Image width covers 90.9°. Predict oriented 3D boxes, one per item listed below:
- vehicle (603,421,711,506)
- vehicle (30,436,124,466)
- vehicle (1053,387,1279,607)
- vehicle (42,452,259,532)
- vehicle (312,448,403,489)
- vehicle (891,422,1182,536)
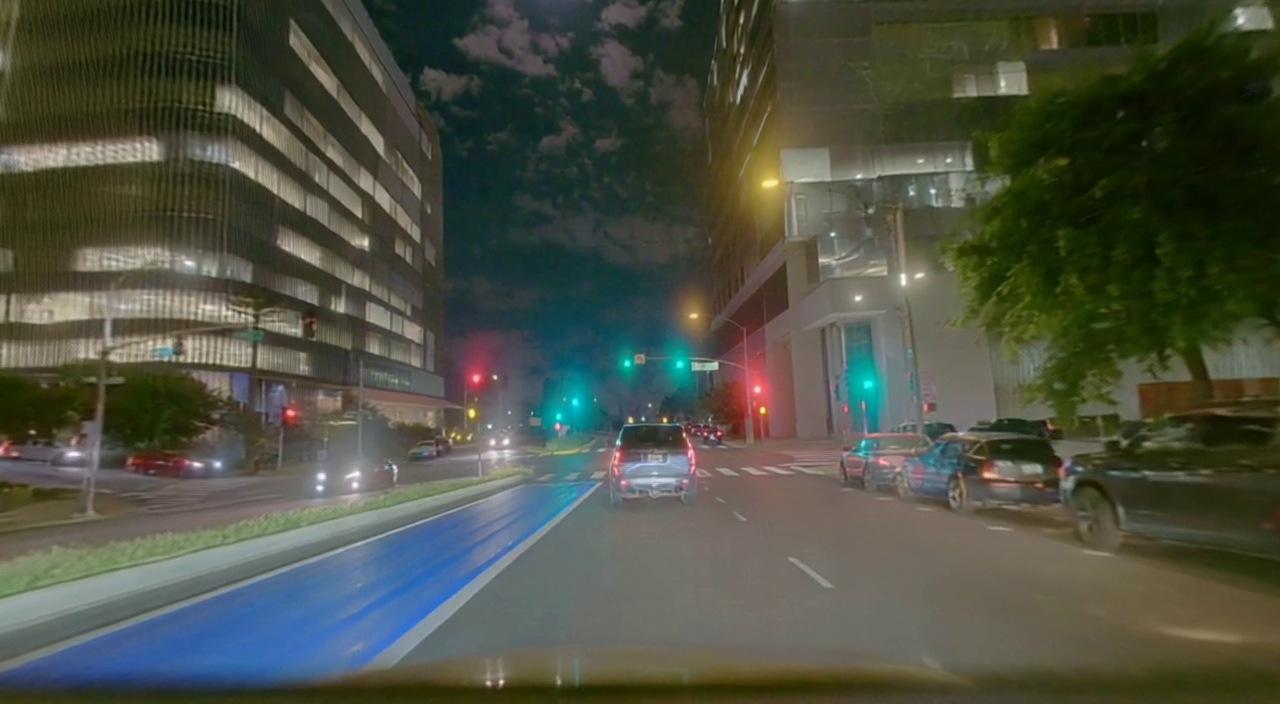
[{"bbox_3d":[0.372,2.672,15.476,2.283,1.773,4.255,0,-9,0],"label":"vehicle"},{"bbox_3d":[-36.365,6.440,40.917,1.966,1.807,4.441,0,-9,-1],"label":"vehicle"},{"bbox_3d":[6.461,1.248,5.503,2.205,1.823,5.078,0,-9,0],"label":"vehicle"},{"bbox_3d":[-13.011,3.678,17.315,1.975,1.820,4.838,0,-9,1],"label":"vehicle"},{"bbox_3d":[-13.255,5.461,29.978,2.025,1.785,4.845,0,-9,0],"label":"vehicle"},{"bbox_3d":[6.571,2.151,11.284,2.044,1.593,4.551,0,-9,-3],"label":"vehicle"}]
